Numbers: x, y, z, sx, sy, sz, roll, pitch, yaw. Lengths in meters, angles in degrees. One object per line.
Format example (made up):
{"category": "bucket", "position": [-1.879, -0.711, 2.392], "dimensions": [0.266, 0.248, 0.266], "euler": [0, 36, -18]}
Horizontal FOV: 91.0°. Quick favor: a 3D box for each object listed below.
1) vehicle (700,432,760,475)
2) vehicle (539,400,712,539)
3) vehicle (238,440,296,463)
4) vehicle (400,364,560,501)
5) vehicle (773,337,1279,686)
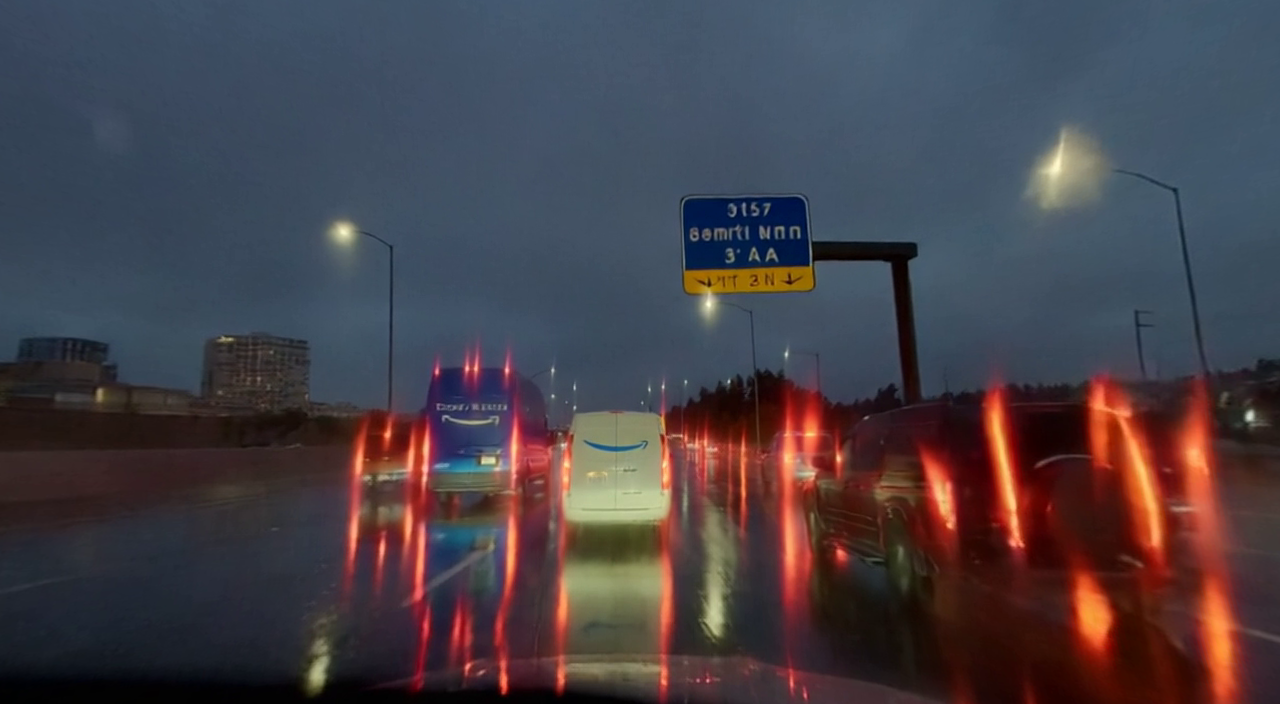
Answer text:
{"category": "vehicle", "position": [3.926, 4.512, 28.196], "dimensions": [2.064, 1.720, 4.416], "euler": [0, -8, 0]}
{"category": "vehicle", "position": [-0.182, 1.887, 10.629], "dimensions": [2.287, 1.823, 4.369], "euler": [0, -8, 0]}
{"category": "vehicle", "position": [-26.259, 6.988, 44.492], "dimensions": [1.684, 1.517, 3.805], "euler": [0, -9, 0]}
{"category": "vehicle", "position": [-3.722, 2.152, 16.403], "dimensions": [2.415, 2.821, 6.636], "euler": [0, -9, 0]}
{"category": "vehicle", "position": [3.057, 1.238, 6.061], "dimensions": [2.341, 1.890, 5.144], "euler": [1, -9, -1]}
